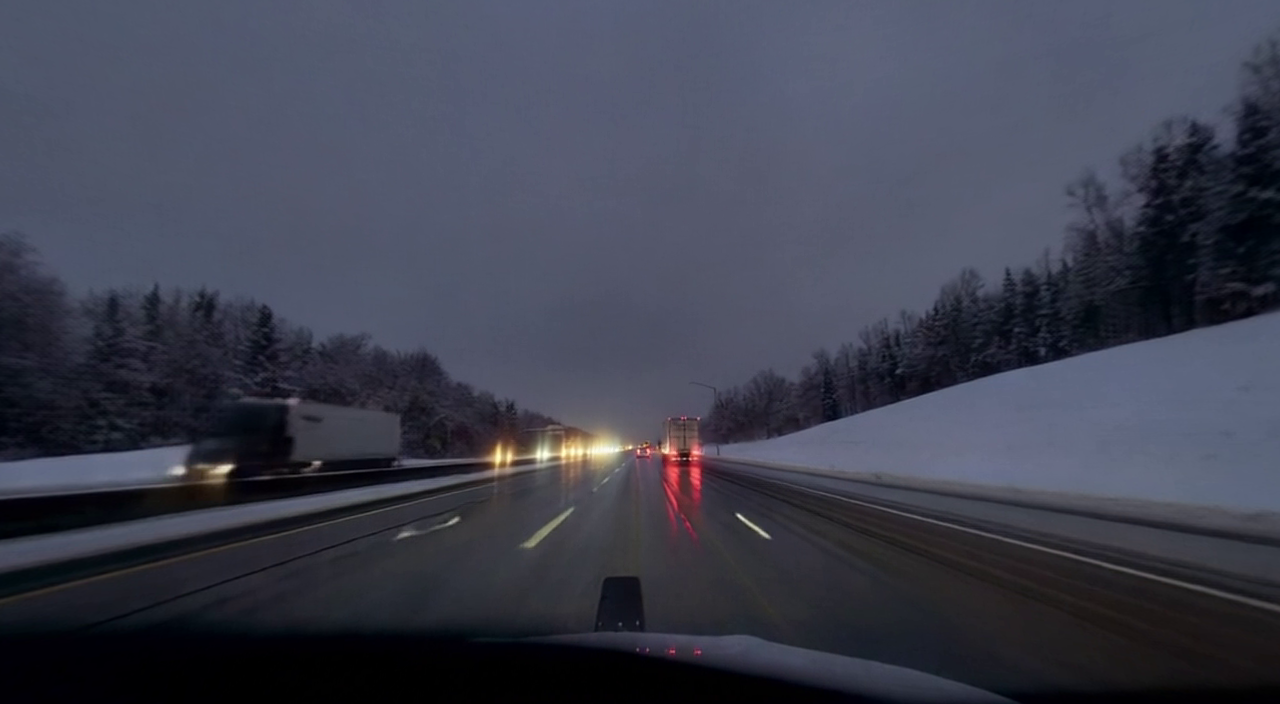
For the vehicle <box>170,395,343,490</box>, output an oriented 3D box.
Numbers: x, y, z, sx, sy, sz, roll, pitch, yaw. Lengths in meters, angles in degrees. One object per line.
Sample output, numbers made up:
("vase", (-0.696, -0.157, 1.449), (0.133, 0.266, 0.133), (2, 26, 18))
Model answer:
("vehicle", (-18.213, 4.480, 30.916), (3.033, 3.995, 8.483), (-1, -9, 0))
